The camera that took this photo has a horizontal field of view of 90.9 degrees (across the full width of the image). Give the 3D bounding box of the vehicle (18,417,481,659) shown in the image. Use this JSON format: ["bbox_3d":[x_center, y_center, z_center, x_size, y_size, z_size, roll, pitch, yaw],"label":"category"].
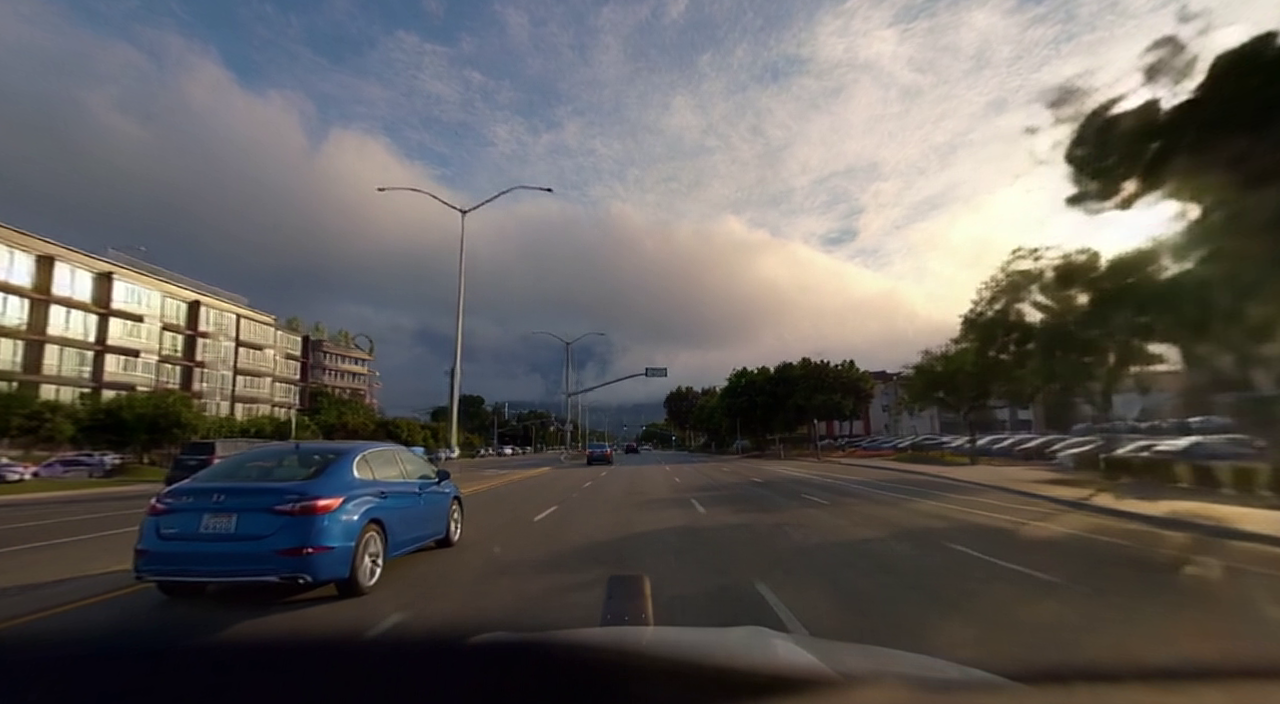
[{"bbox_3d":[-3.344,1.627,6.723,2.009,1.489,4.543,-6,-8,0],"label":"vehicle"}]
